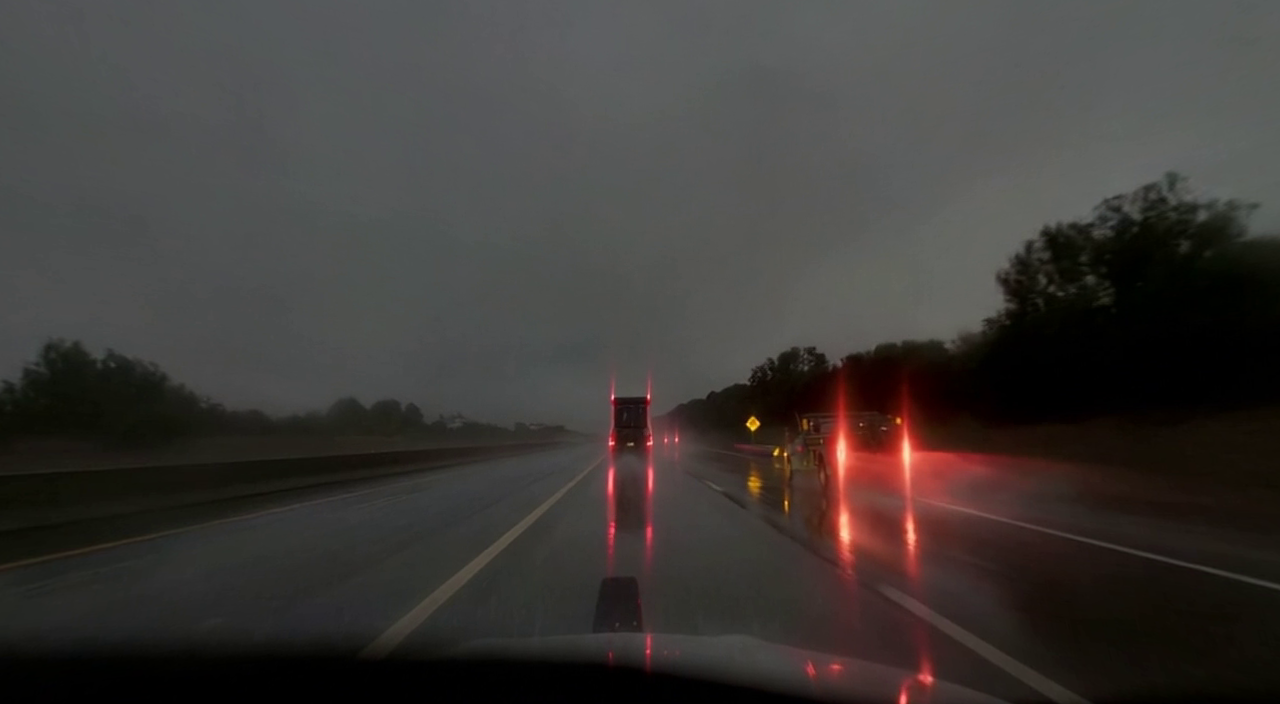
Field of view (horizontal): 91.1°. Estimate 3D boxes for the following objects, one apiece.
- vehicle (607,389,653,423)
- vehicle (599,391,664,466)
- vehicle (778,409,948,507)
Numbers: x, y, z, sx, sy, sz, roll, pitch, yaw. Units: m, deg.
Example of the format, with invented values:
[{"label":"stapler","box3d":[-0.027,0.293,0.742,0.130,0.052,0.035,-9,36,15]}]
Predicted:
[{"label":"vehicle","box3d":[-0.493,2.755,31.240,2.112,1.472,4.240,0,-8,-1]},{"label":"vehicle","box3d":[-0.668,4.288,35.687,2.953,3.406,13.372,1,-7,-2]},{"label":"vehicle","box3d":[4.729,2.310,14.247,2.091,1.829,4.625,0,-8,-1]}]
